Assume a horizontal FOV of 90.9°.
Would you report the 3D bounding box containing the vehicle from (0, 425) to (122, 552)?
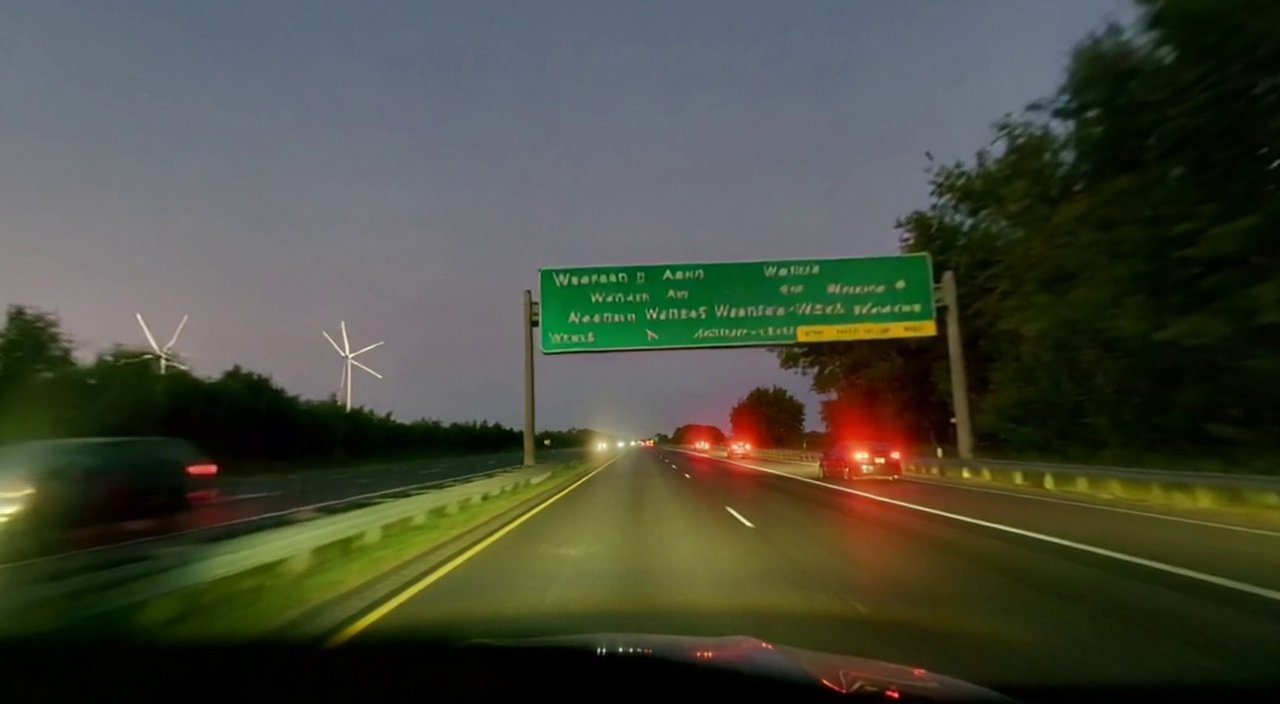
[{"bbox_3d":[-8.672,1.598,7.324,1.913,1.513,3.912,1,-9,0],"label":"vehicle"}]
